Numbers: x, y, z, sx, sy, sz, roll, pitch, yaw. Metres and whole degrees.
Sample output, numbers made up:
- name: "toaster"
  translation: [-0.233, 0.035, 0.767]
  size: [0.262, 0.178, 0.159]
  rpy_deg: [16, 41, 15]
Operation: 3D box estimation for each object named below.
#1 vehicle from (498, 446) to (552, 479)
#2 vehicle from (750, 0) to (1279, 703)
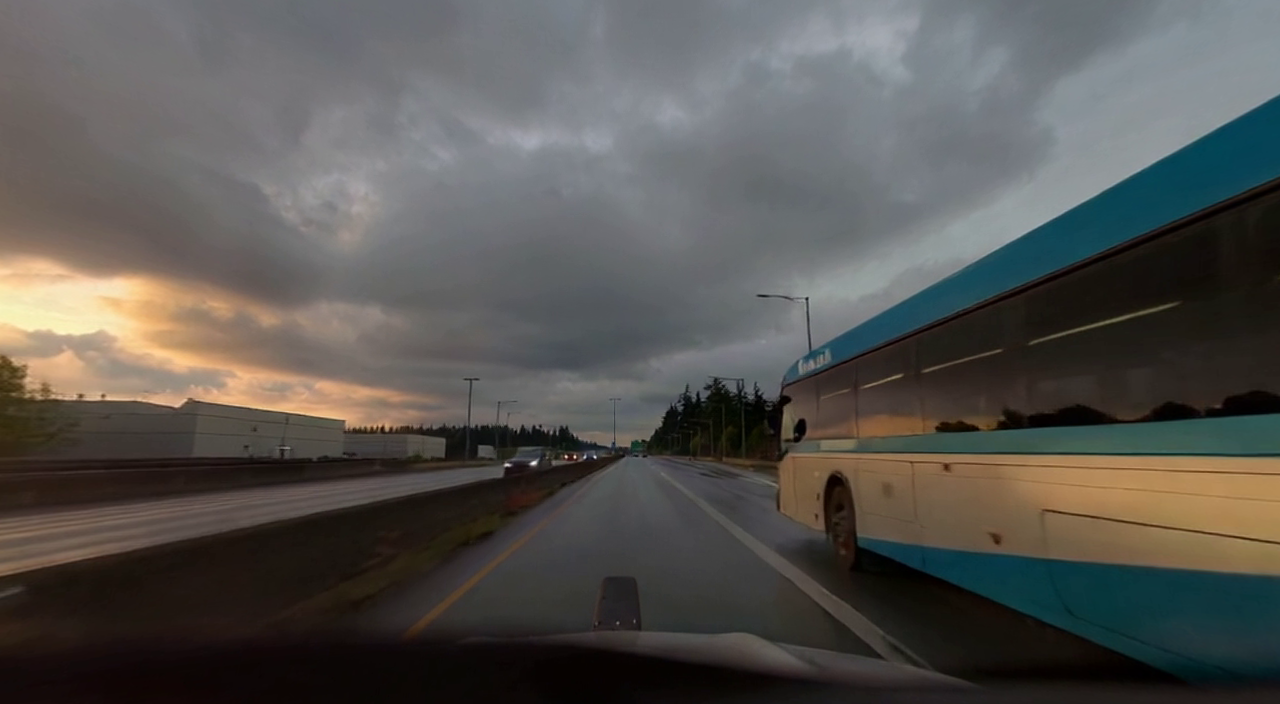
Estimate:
- name: "vehicle"
  translation: [-5.771, 5.598, 32.058]
  size: [1.977, 1.530, 4.328]
  rpy_deg: [-1, -9, 0]
- name: "vehicle"
  translation: [3.729, -0.239, 3.958]
  size: [3.277, 4.084, 14.213]
  rpy_deg: [0, -9, -1]
